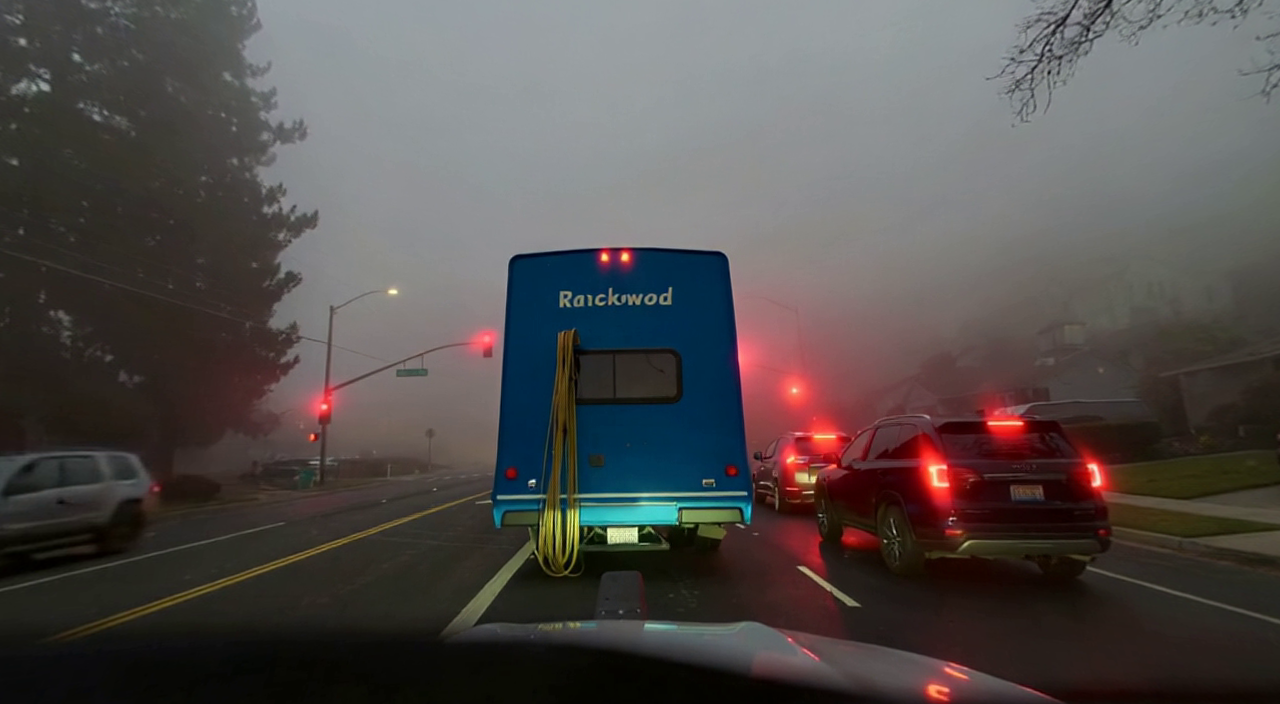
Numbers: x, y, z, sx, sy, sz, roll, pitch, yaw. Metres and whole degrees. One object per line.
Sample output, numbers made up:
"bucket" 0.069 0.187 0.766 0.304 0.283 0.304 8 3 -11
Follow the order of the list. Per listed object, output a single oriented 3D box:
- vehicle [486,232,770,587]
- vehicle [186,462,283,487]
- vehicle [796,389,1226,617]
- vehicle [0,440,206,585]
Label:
"vehicle" -0.101 1.112 10.350 2.709 3.511 8.213 0 -9 0
"vehicle" -26.768 8.076 41.861 4.954 1.506 2.014 0 -9 -3
"vehicle" 3.408 1.489 7.130 2.104 1.735 4.408 0 -9 0
"vehicle" -8.741 2.129 8.937 2.110 1.713 4.449 0 -9 -2
